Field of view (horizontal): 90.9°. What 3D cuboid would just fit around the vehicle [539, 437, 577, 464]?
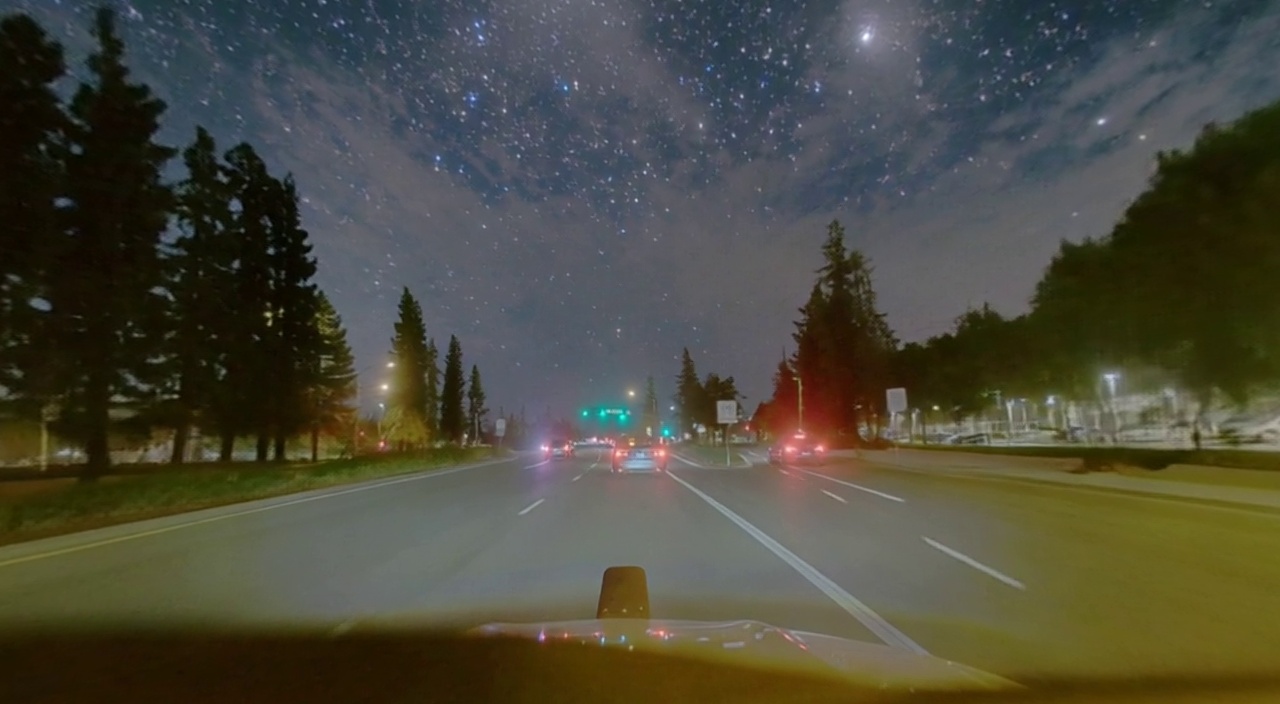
[{"bbox_3d":[-5.043,6.117,39.251,1.950,1.563,3.727,0,-8,-2],"label":"vehicle"}]

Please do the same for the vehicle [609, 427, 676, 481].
[{"bbox_3d":[0.024,3.518,21.995,2.135,1.691,3.884,0,-8,-2],"label":"vehicle"}]
